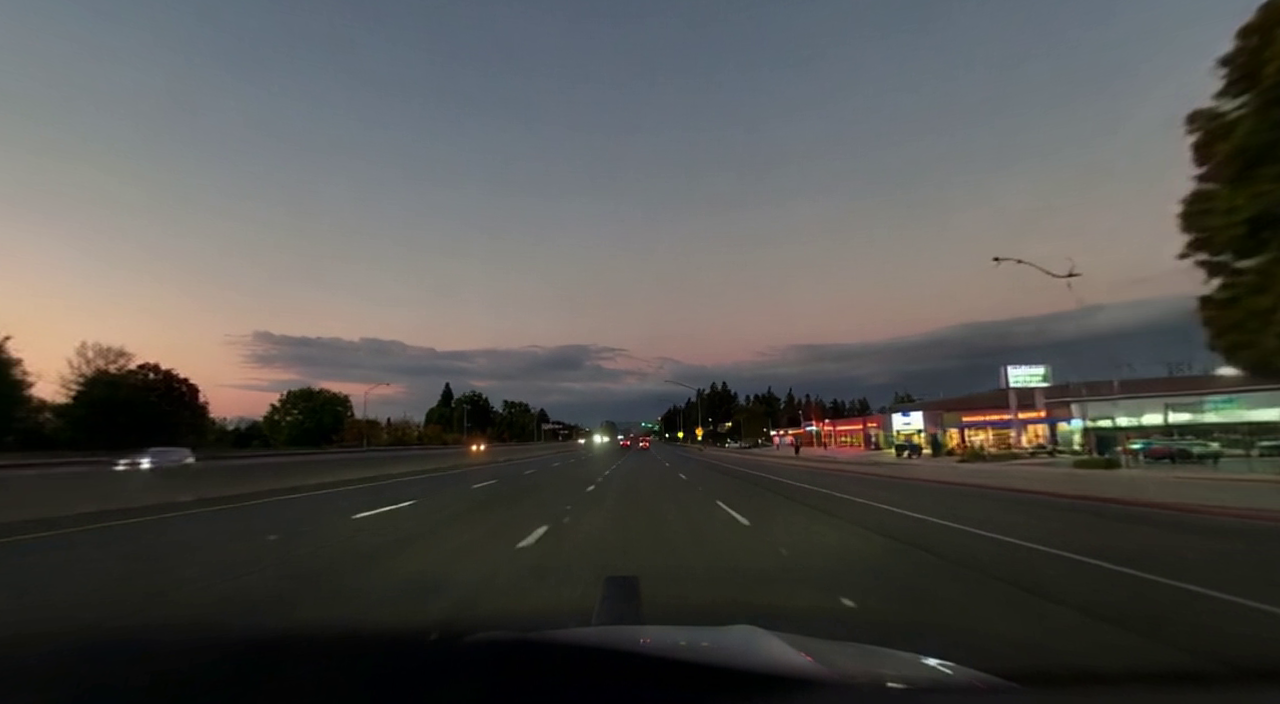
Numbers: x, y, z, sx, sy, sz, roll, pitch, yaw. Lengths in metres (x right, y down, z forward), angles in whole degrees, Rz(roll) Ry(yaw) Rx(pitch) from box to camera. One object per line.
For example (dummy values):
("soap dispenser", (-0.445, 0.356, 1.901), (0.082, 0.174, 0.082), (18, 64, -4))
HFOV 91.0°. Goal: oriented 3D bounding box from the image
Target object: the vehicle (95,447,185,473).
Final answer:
("vehicle", (-32.087, 6.921, 40.577), (1.880, 1.501, 4.689), (0, -8, 1))
